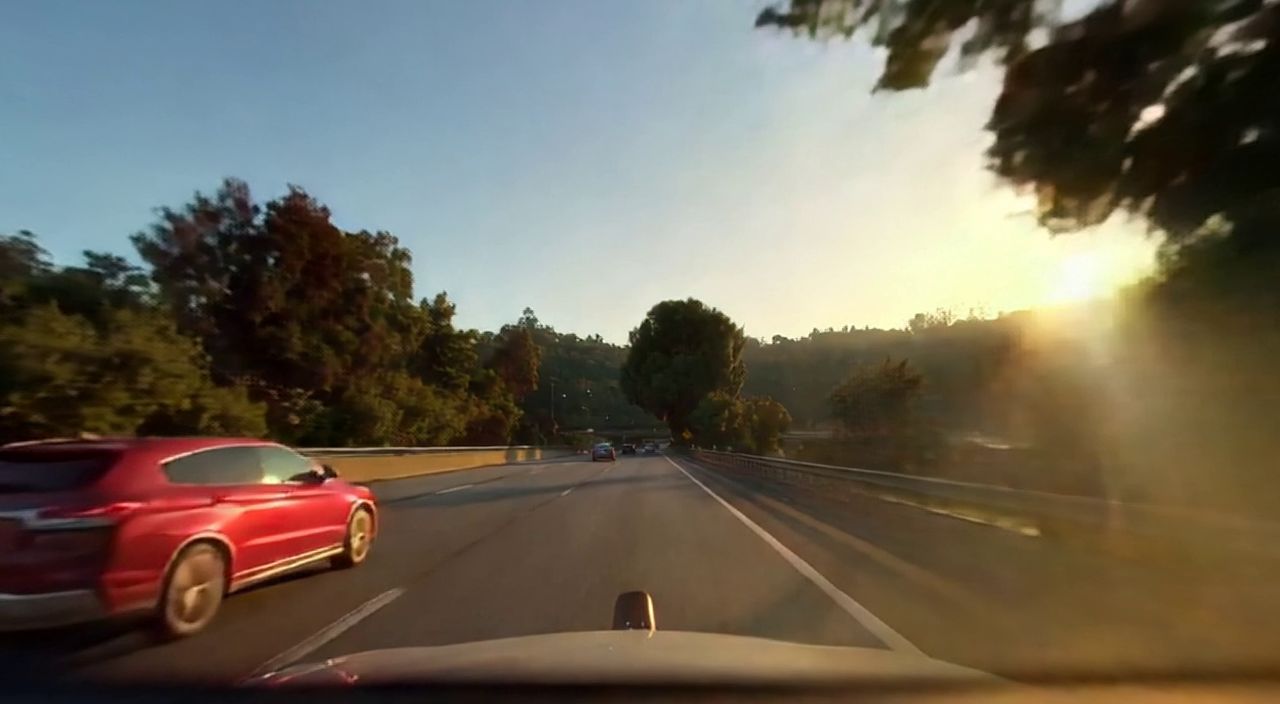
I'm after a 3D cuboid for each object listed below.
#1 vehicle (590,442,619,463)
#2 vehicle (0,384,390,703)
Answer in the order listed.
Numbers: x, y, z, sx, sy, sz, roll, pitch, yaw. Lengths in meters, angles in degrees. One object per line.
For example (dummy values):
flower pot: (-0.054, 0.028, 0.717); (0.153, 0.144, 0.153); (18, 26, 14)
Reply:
vehicle: (-2.698, 7.720, 48.525); (2.015, 1.561, 4.469); (0, -8, 0)
vehicle: (-3.794, 1.196, 4.735); (1.993, 1.538, 4.192); (0, -8, 2)
